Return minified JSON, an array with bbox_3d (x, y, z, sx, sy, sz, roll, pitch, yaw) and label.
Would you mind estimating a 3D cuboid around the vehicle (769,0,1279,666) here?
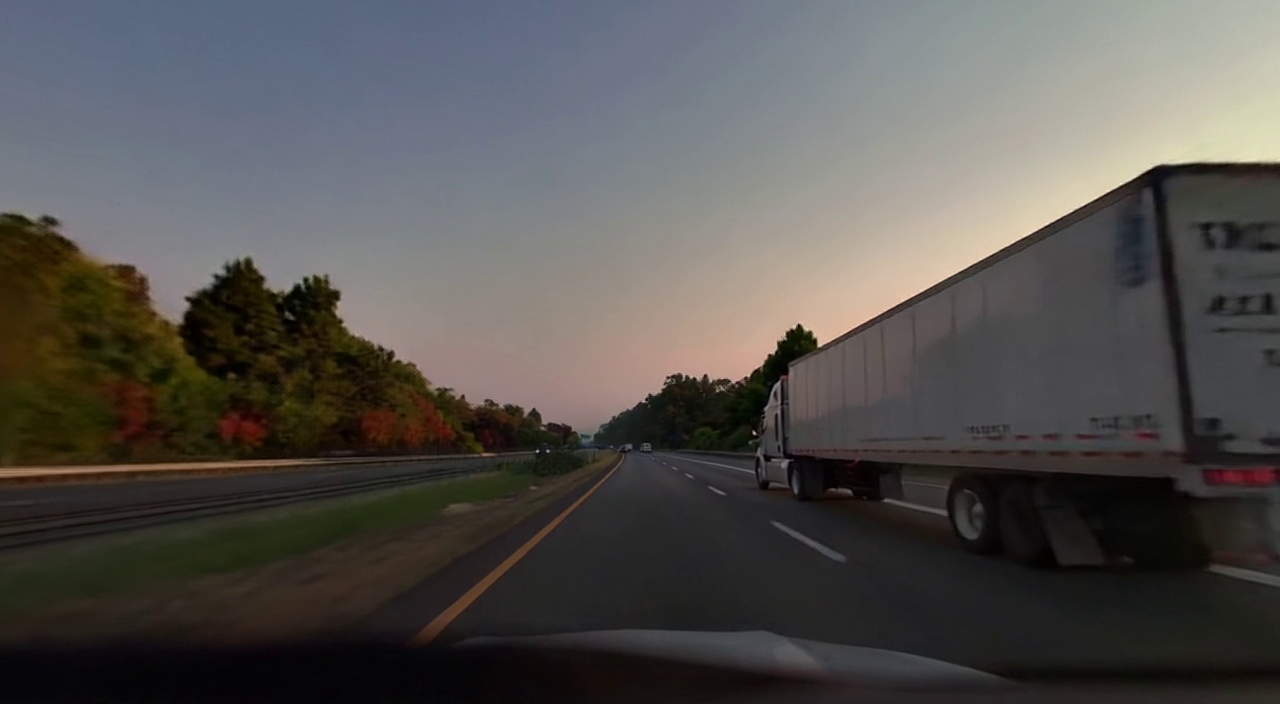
[{"bbox_3d":[5.130,0.756,9.894,2.983,4.030,14.444,0,-9,-1],"label":"vehicle"}]
